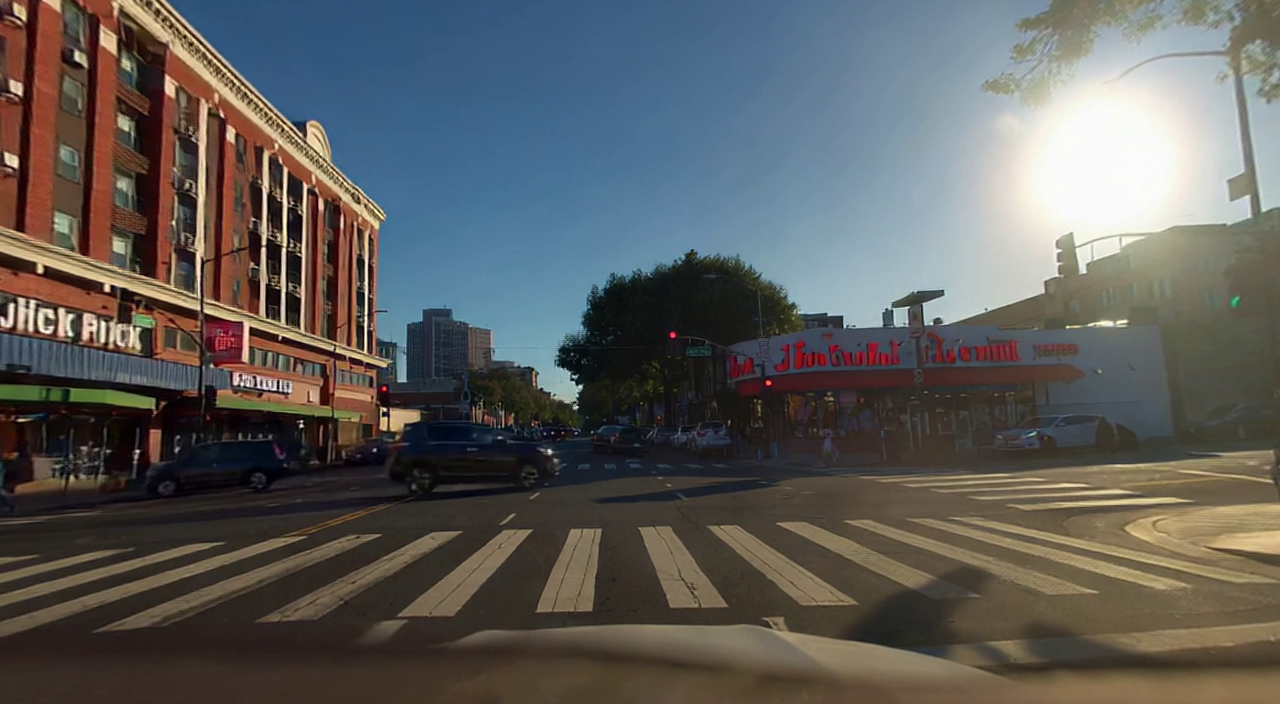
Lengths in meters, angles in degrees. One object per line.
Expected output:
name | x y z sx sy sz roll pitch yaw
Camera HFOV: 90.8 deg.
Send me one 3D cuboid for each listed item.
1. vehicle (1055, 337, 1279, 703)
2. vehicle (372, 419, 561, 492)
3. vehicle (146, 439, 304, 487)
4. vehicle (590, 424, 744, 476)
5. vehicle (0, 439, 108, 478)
vehicle | 3.018 0.610 0.878 1.866 1.654 4.354 0 -8 0
vehicle | -4.298 2.641 16.333 4.446 1.714 1.830 1 -8 -7
vehicle | -15.473 4.152 23.811 4.513 1.682 1.810 1 -9 -8
vehicle | 0.792 3.117 20.248 4.612 1.521 1.811 1 -9 -9
vehicle | -31.540 5.603 33.543 2.205 1.903 5.877 1 -9 -9
